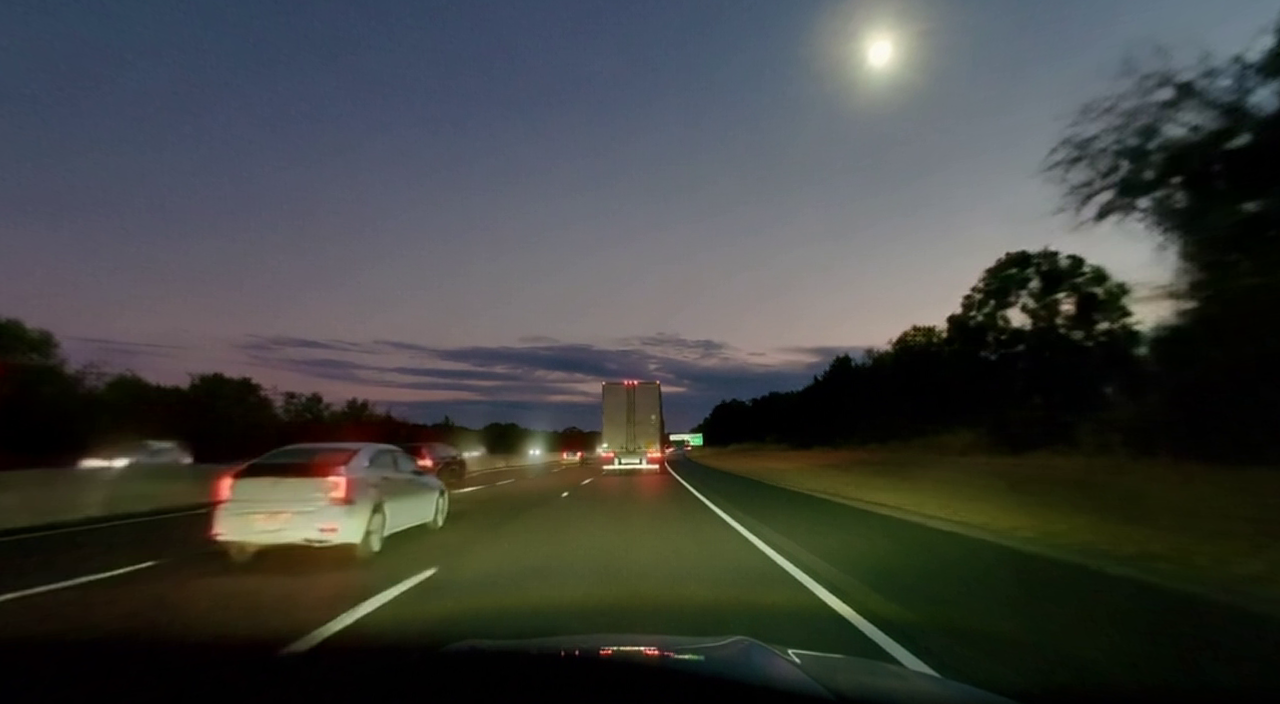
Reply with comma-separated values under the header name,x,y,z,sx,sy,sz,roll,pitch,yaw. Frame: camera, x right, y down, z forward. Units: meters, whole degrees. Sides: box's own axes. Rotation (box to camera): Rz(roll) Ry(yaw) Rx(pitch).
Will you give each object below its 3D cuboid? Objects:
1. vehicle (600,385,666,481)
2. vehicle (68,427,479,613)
name,x,y,z,sx,sy,sz,roll,pitch,yaw
vehicle,-0.160,4.591,34.667,2.851,4.098,14.436,-1,-9,1
vehicle,-3.506,1.688,7.320,2.092,1.465,4.448,0,-9,0
